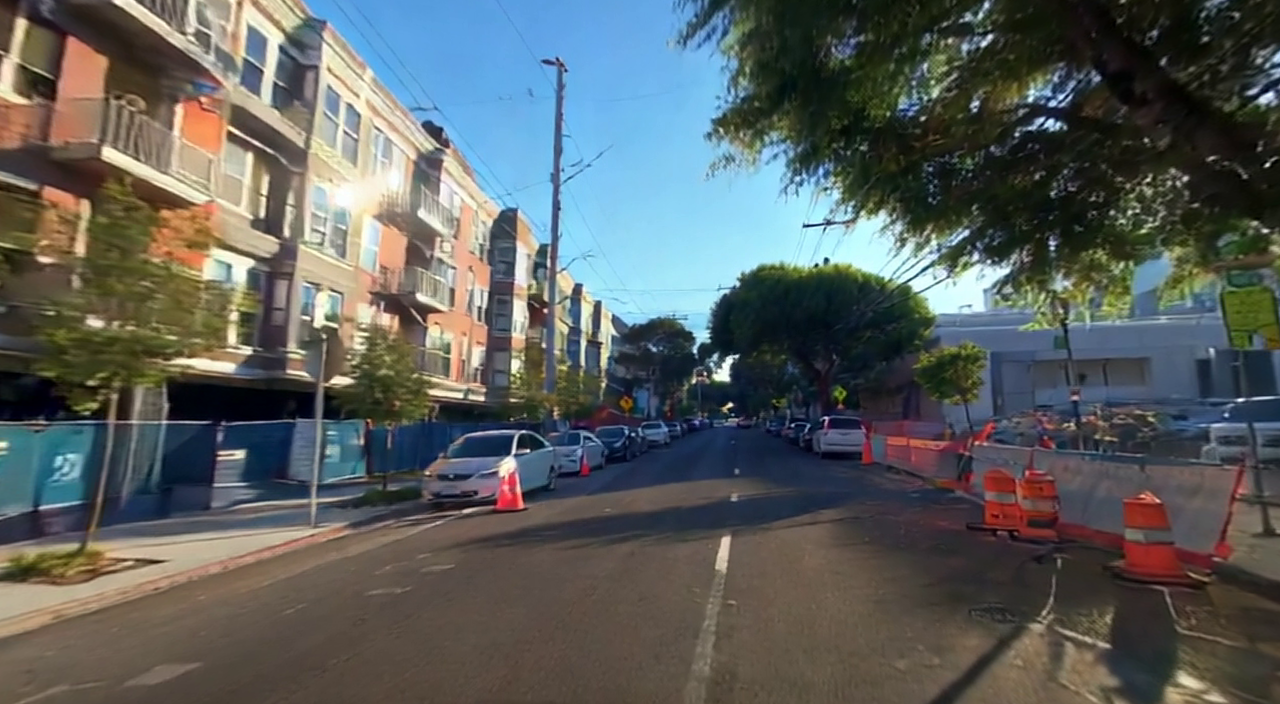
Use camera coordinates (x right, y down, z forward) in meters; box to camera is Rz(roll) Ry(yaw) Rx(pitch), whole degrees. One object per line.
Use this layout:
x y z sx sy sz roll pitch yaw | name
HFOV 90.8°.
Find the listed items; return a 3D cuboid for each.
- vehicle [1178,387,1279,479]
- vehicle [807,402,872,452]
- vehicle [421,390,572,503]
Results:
15.955 1.797 14.645 4.585 1.977 2.170 -6 -10 17 | vehicle
8.655 3.366 27.779 1.994 1.857 4.393 1 -10 8 | vehicle
-3.048 2.136 14.401 1.894 2.186 3.901 -2 -8 11 | vehicle
